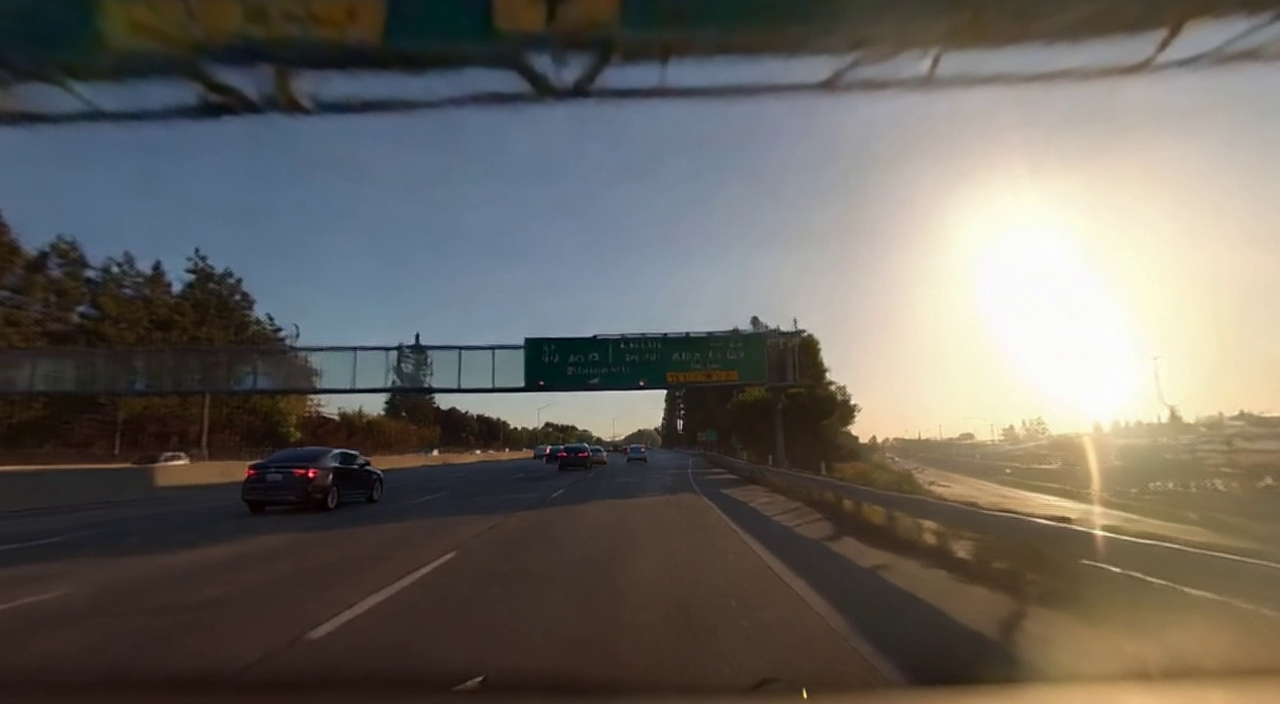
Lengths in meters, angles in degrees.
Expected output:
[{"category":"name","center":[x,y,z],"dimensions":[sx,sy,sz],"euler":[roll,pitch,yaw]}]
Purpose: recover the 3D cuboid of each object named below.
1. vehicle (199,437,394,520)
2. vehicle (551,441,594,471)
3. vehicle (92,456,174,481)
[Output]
[{"category":"vehicle","center":[-7.867,2.899,15.072],"dimensions":[2.071,1.661,4.540],"euler":[0,-8,0]},{"category":"vehicle","center":[-4.153,6.424,39.215],"dimensions":[2.158,1.717,4.375],"euler":[0,-8,0]},{"category":"vehicle","center":[-34.809,8.000,43.416],"dimensions":[1.836,1.524,4.523],"euler":[0,-8,1]}]
